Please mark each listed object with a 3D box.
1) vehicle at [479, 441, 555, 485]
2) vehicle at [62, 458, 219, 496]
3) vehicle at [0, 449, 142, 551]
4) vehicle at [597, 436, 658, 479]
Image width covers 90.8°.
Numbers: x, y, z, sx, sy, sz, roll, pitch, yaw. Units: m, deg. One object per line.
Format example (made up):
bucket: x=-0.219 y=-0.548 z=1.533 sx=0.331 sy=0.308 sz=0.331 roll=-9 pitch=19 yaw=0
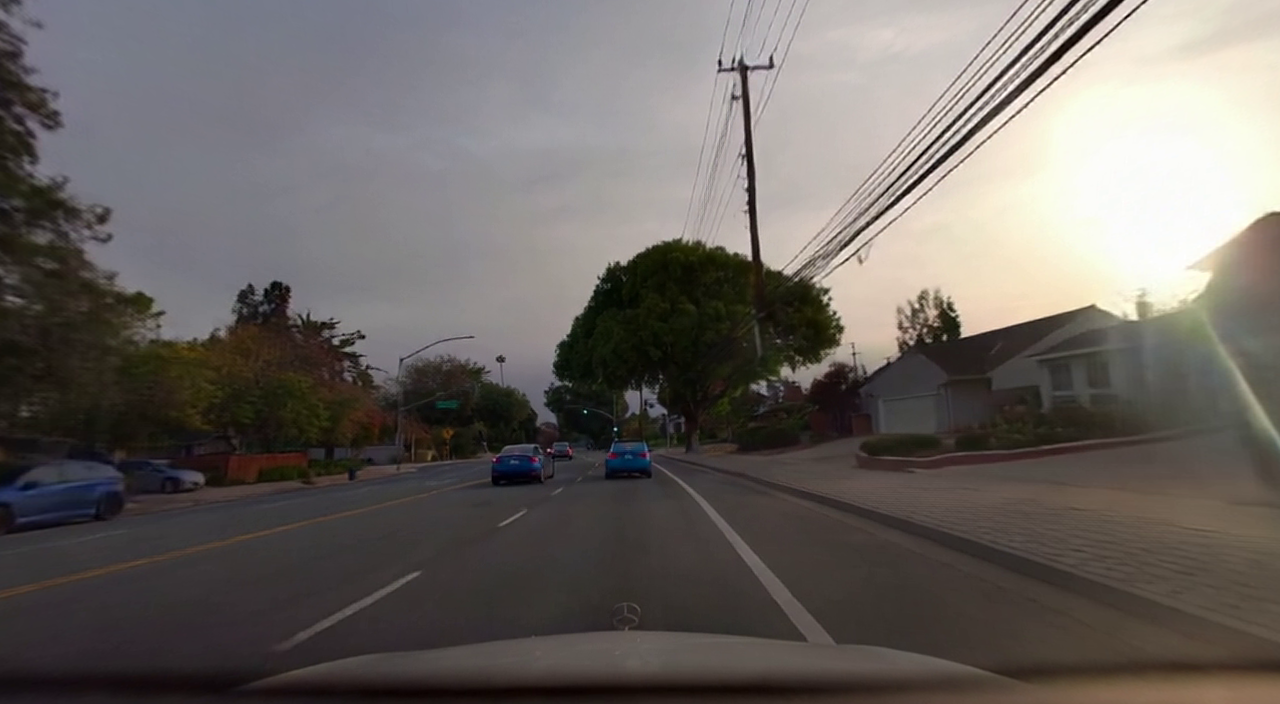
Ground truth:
vehicle: x=-4.321 y=3.944 z=22.868 sx=1.913 sy=1.425 sz=4.235 roll=0 pitch=-8 yaw=0
vehicle: x=-21.293 y=5.320 z=27.093 sx=4.881 sy=1.488 sz=2.069 roll=0 pitch=-8 yaw=-3
vehicle: x=-14.565 y=3.296 z=14.185 sx=2.094 sy=2.000 sz=5.603 roll=1 pitch=-7 yaw=1
vehicle: x=-0.504 y=4.017 z=24.328 sx=2.168 sy=1.504 sz=4.284 roll=0 pitch=-8 yaw=-2
